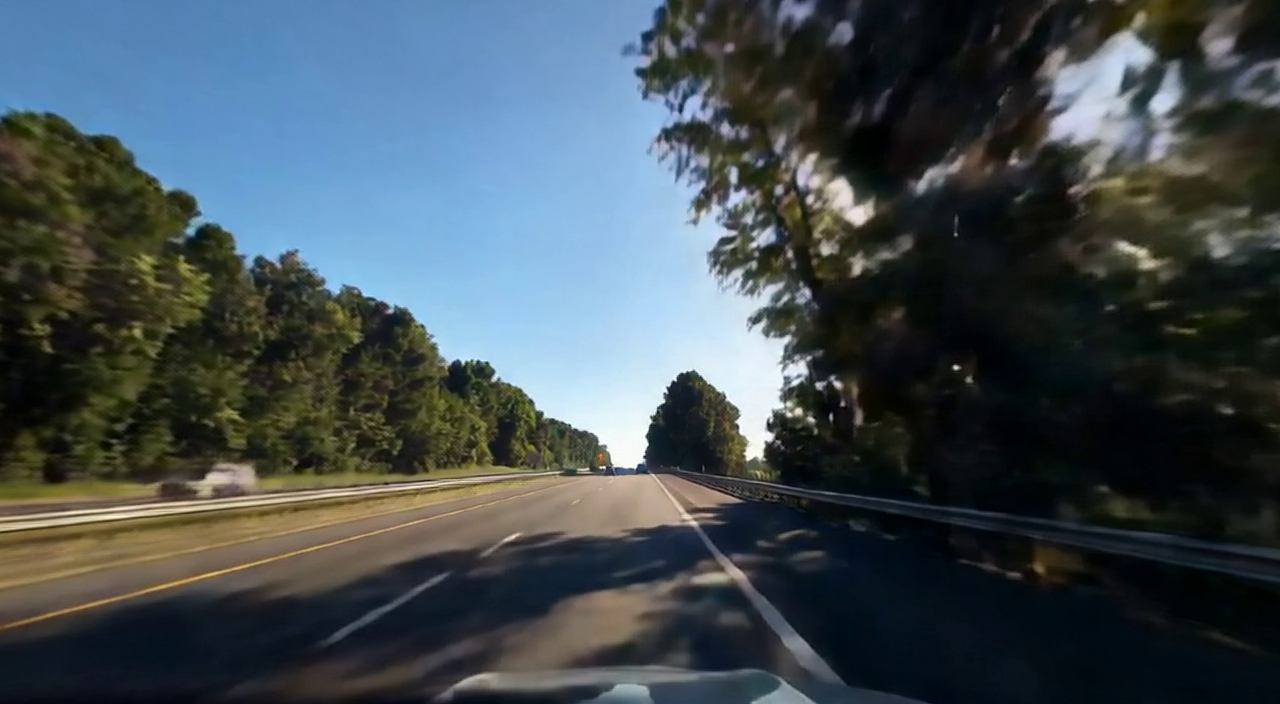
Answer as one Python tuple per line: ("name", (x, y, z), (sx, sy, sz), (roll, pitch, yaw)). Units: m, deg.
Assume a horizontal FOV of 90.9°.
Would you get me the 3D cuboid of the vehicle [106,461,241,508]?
("vehicle", (-17.166, 4.884, 23.467), (1.837, 1.531, 4.010), (1, -10, 1))
